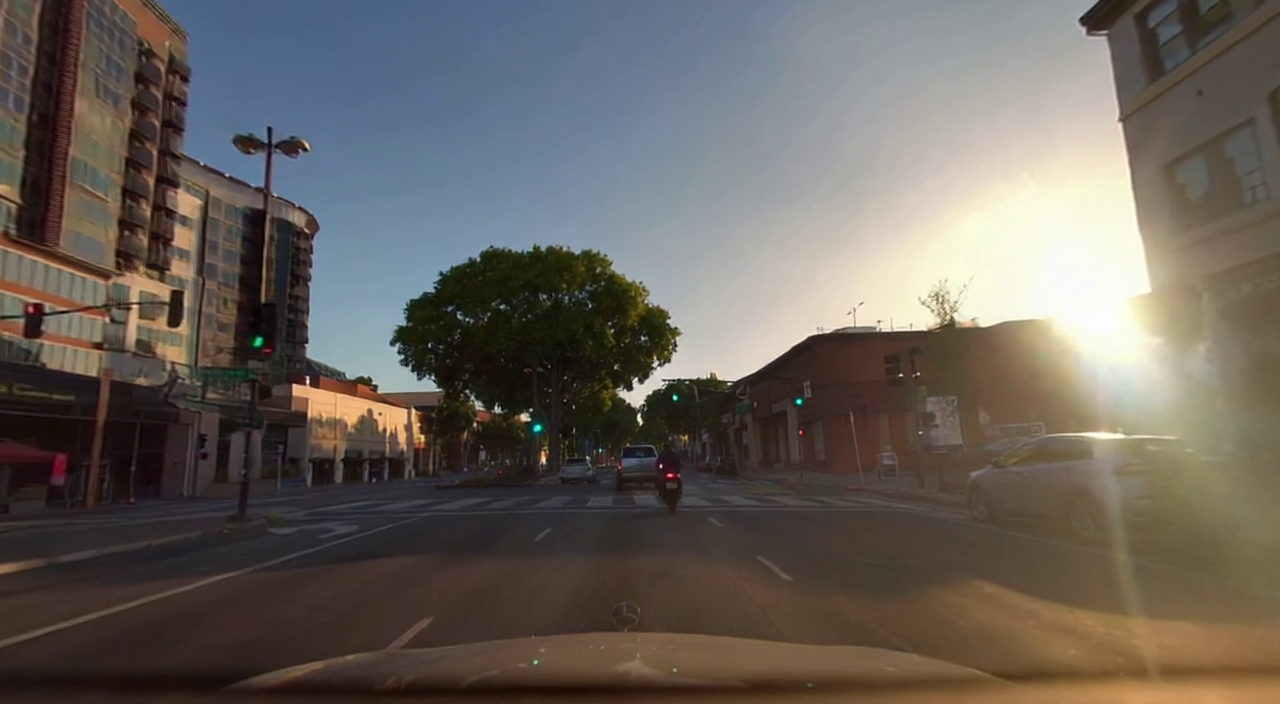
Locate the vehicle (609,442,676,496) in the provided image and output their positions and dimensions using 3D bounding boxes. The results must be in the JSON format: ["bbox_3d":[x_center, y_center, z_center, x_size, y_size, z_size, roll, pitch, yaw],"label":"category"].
[{"bbox_3d":[0.019,4.223,23.245,2.223,1.775,4.250,0,-9,-2],"label":"vehicle"}]

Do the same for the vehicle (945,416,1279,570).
[{"bbox_3d":[7.163,2.028,9.974,2.018,1.772,4.968,0,-9,-2],"label":"vehicle"}]

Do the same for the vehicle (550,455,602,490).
[{"bbox_3d":[-3.001,5.725,30.345,2.014,1.470,4.552,0,-9,0],"label":"vehicle"}]
